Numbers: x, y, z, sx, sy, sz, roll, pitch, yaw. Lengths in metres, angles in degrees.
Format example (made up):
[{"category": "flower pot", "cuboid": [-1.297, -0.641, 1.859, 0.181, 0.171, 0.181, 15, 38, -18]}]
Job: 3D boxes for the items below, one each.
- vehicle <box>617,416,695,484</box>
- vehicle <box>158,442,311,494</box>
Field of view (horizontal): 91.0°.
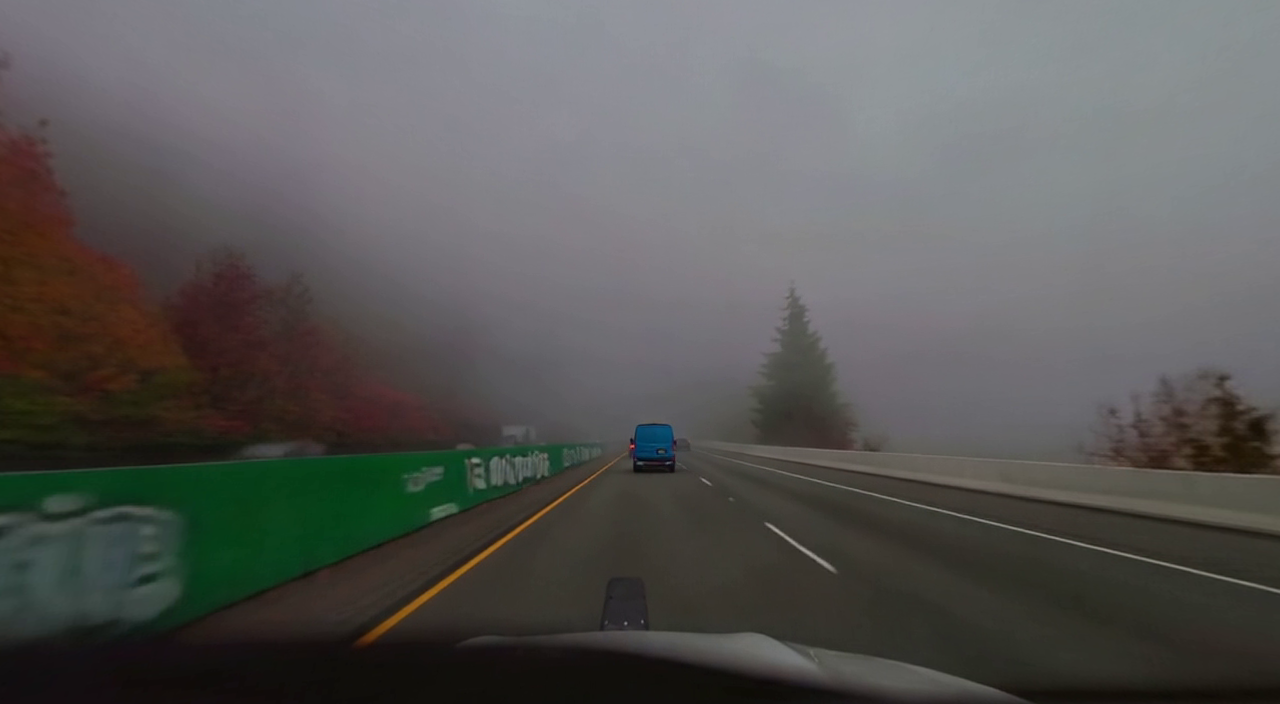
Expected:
[{"category": "vehicle", "cuboid": [0.484, 3.196, 20.668, 2.283, 1.956, 4.421, 0, -8, 0]}, {"category": "vehicle", "cuboid": [-12.936, 3.693, 20.464, 2.107, 1.507, 4.206, 0, -8, 1]}]
